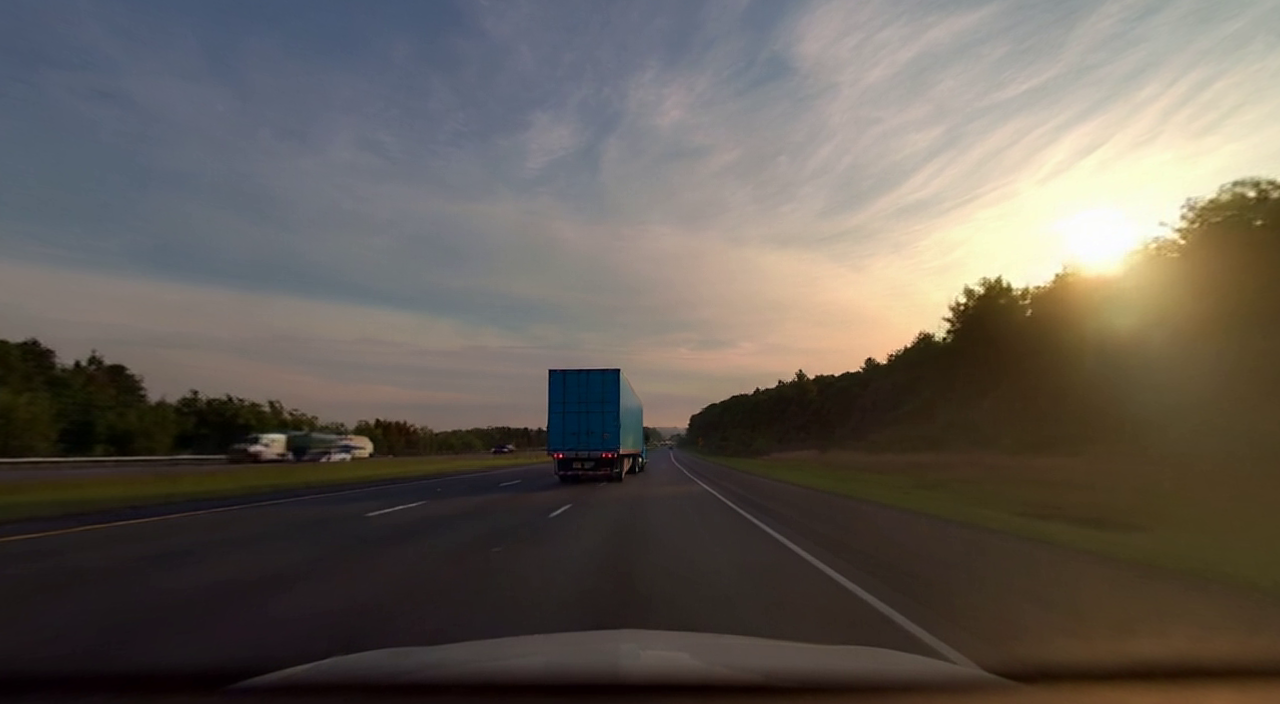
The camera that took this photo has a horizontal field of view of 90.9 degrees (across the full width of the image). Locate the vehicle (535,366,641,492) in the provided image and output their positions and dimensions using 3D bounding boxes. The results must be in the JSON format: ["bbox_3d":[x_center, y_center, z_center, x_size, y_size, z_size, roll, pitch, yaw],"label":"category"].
[{"bbox_3d":[-1.663,3.596,27.773,2.851,4.098,14.436,0,-9,2],"label":"vehicle"}]

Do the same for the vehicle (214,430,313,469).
[{"bbox_3d":[-22.314,5.816,37.667,2.631,2.155,5.143,0,-9,1],"label":"vehicle"}]

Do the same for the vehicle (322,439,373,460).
[{"bbox_3d":[-21.908,7.314,47.303,1.779,1.467,4.047,0,-9,1],"label":"vehicle"}]
